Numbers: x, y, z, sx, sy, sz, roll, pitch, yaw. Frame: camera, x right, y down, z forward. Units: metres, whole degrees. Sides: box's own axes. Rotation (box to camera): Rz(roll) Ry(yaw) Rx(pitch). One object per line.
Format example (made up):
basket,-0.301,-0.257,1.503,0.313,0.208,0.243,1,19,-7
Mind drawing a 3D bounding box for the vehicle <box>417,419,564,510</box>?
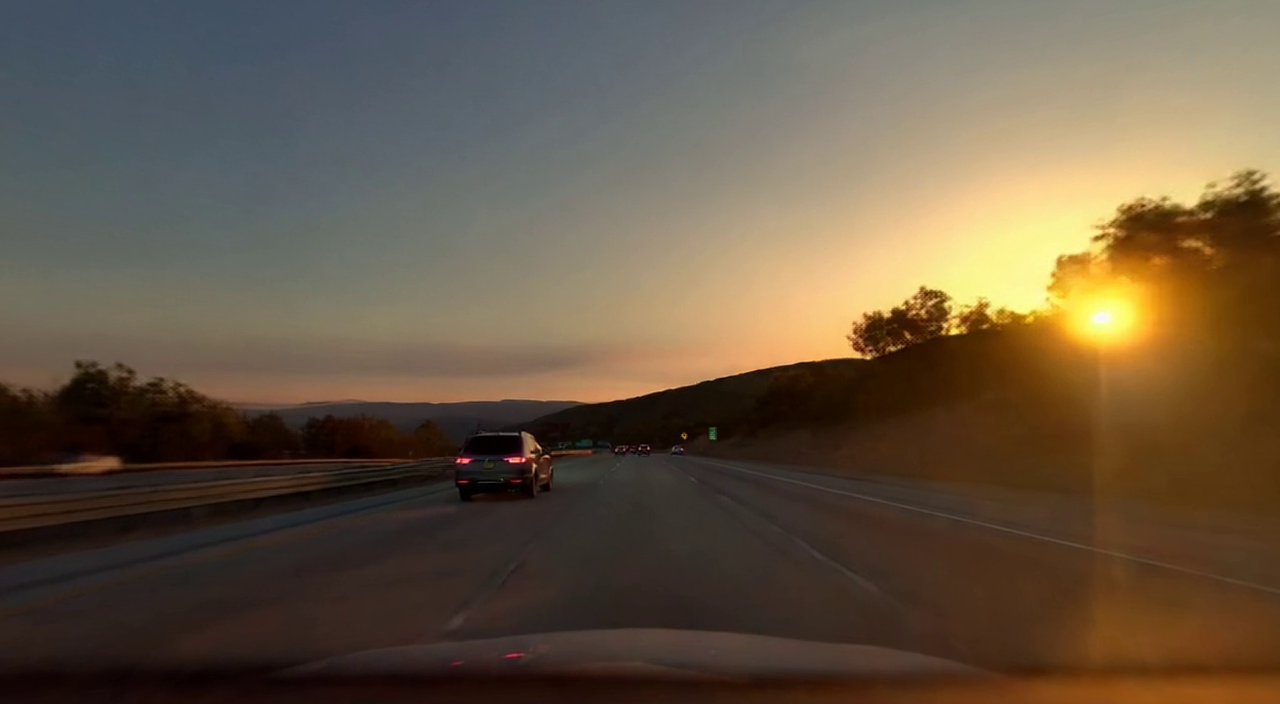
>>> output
vehicle,-3.544,2.828,16.331,2.379,1.918,5.504,0,-8,1
